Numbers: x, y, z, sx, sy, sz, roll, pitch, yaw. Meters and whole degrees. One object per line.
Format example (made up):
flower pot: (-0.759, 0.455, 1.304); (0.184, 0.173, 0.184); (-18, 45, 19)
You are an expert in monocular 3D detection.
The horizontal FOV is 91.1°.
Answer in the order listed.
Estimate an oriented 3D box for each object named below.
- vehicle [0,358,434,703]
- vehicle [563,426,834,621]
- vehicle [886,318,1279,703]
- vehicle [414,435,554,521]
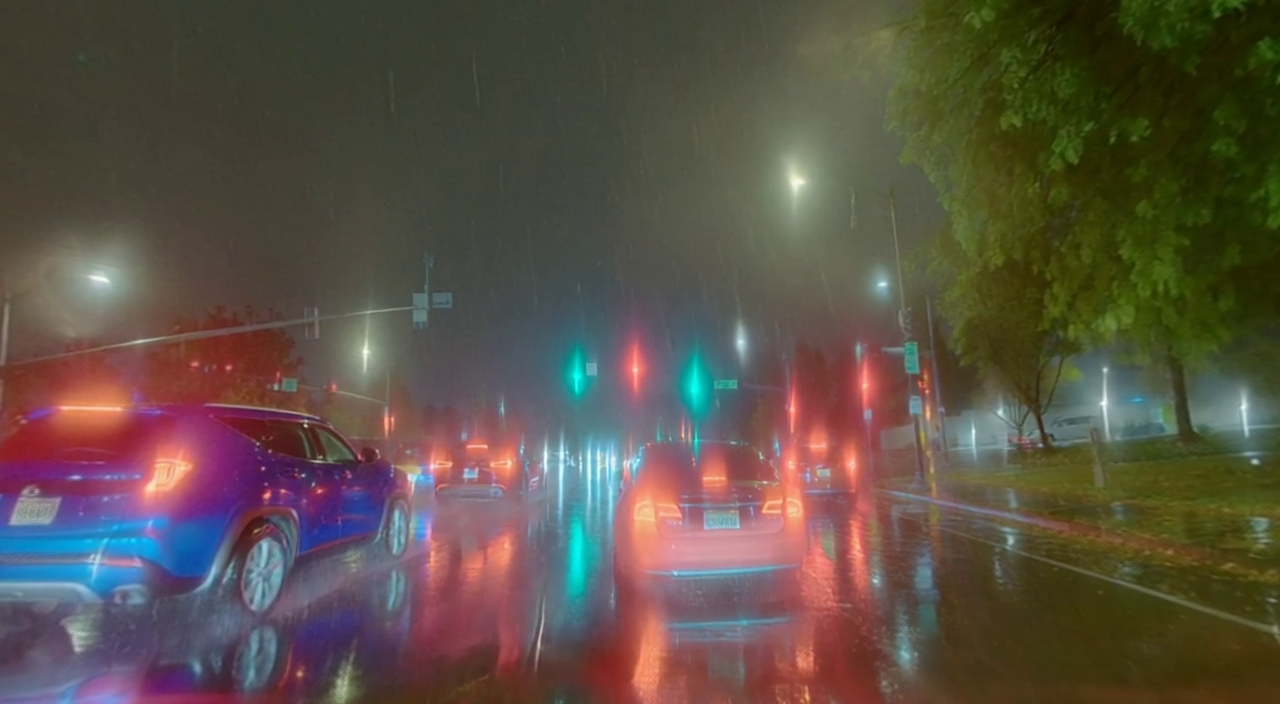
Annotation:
vehicle: (-3.459, 1.226, 5.280); (1.889, 1.767, 4.289); (0, -8, 1)
vehicle: (0.439, 1.599, 6.795); (2.051, 1.460, 3.932); (0, -8, 0)
vehicle: (3.044, 0.917, 3.042); (1.880, 1.747, 4.500); (0, -8, 0)
vehicle: (-3.070, 2.566, 13.318); (1.868, 1.516, 4.114); (0, -8, 1)
